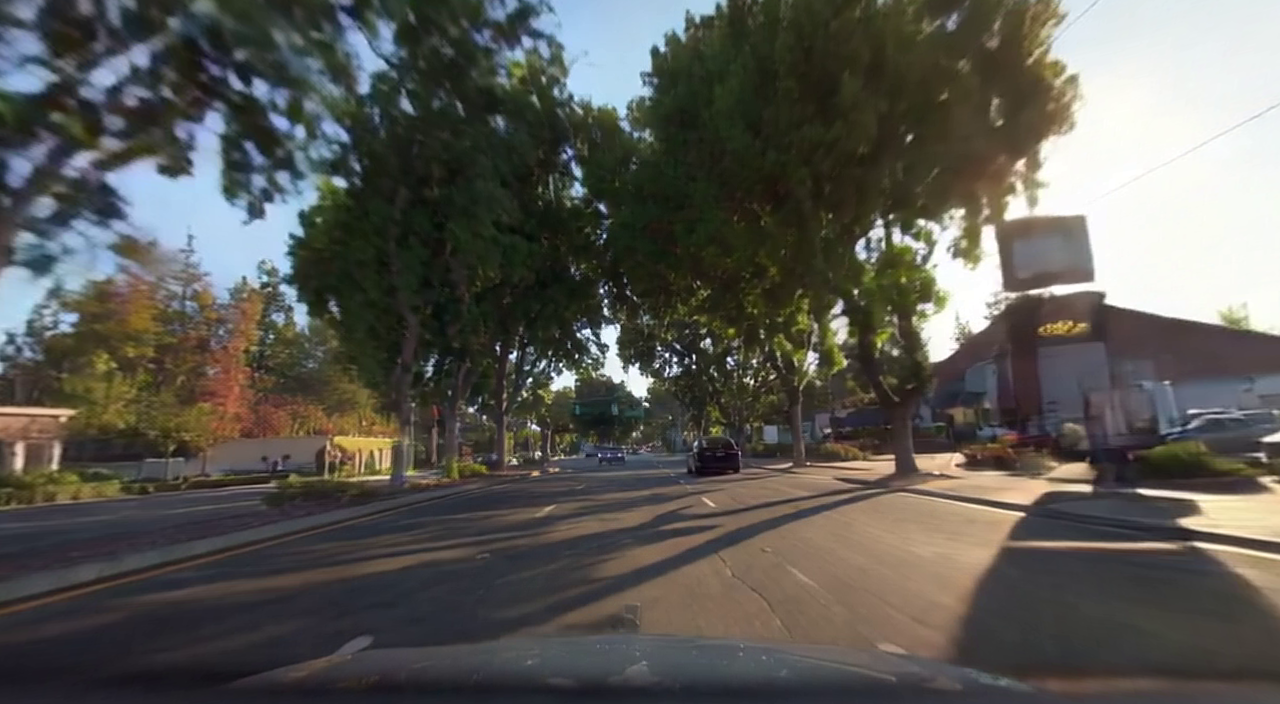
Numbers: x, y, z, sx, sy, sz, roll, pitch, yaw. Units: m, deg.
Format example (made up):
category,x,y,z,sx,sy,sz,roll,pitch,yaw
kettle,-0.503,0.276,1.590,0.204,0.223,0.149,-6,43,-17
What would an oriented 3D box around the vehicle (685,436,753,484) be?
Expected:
category,x,y,z,sx,sy,sz,roll,pitch,yaw
vehicle,3.073,4.312,25.393,2.083,1.743,4.354,0,-8,-1
